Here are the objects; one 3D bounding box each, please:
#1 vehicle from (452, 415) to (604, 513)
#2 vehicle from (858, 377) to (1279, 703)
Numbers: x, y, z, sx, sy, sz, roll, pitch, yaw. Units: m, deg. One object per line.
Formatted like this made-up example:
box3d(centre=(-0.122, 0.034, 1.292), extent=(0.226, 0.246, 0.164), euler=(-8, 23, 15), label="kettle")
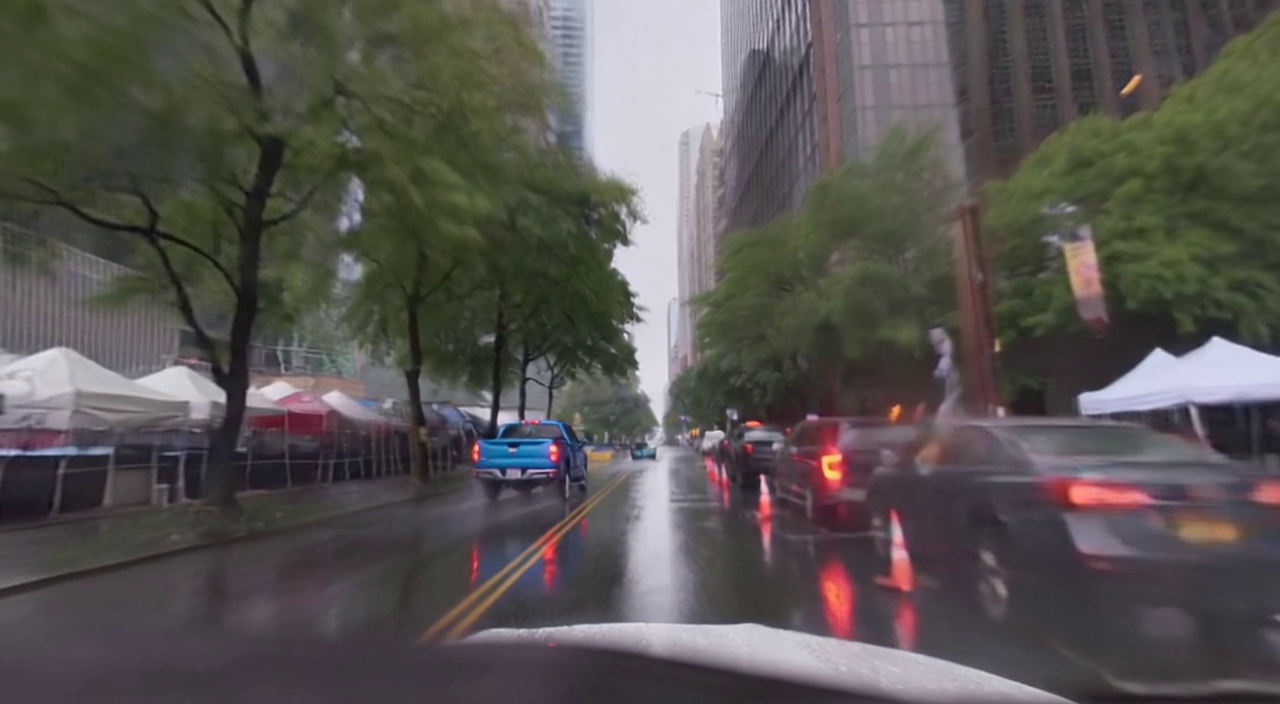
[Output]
box3d(centre=(-2.443, 2.676, 15.693), extent=(2.452, 1.954, 5.653), euler=(-1, -8, 3), label="vehicle")
box3d(centre=(3.336, 1.211, 5.054), extent=(2.023, 1.607, 4.225), euler=(-1, -8, 6), label="vehicle")
